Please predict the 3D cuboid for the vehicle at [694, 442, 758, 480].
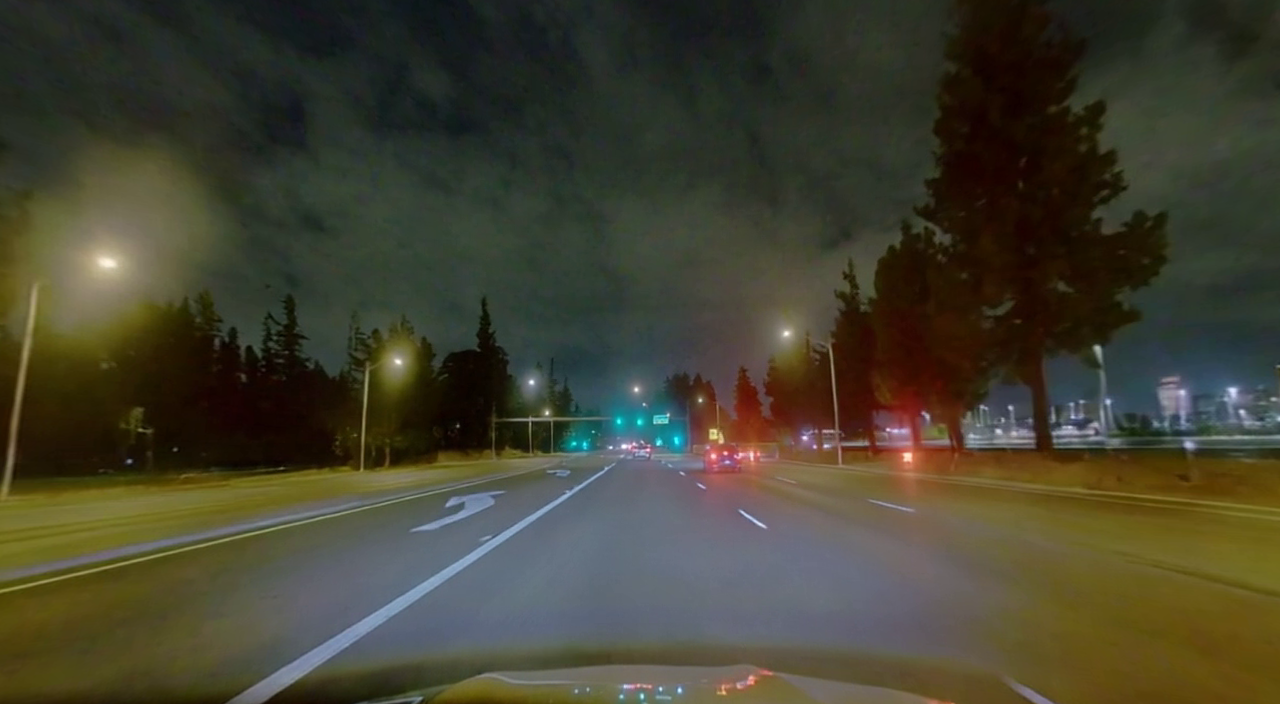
[{"bbox_3d":[3.560,4.585,26.950,1.948,1.479,4.620,0,-8,-2],"label":"vehicle"}]
